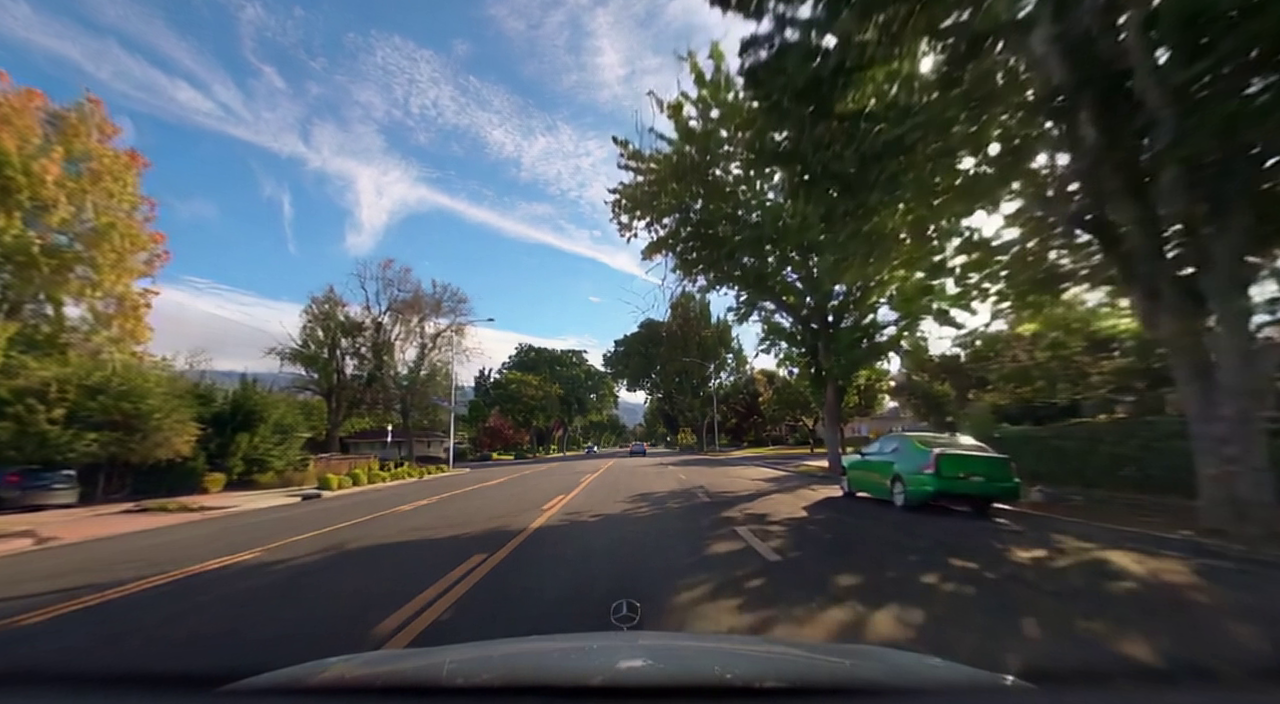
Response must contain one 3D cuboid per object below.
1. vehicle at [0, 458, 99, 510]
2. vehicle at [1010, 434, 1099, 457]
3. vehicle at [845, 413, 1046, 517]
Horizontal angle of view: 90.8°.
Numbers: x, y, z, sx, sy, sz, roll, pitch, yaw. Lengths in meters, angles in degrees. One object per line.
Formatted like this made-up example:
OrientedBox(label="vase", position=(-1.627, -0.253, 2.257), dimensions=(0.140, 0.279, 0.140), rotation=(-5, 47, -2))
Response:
OrientedBox(label="vehicle", position=(-21.526, 4.498, 21.699), dimensions=(4.222, 1.596, 1.968), rotation=(-2, -8, 6))
OrientedBox(label="vehicle", position=(29.665, 6.708, 45.360), dimensions=(4.899, 1.526, 1.916), rotation=(0, -8, 5))
OrientedBox(label="vehicle", position=(6.488, 2.461, 14.225), dimensions=(2.116, 1.844, 4.792), rotation=(2, -8, 0))
